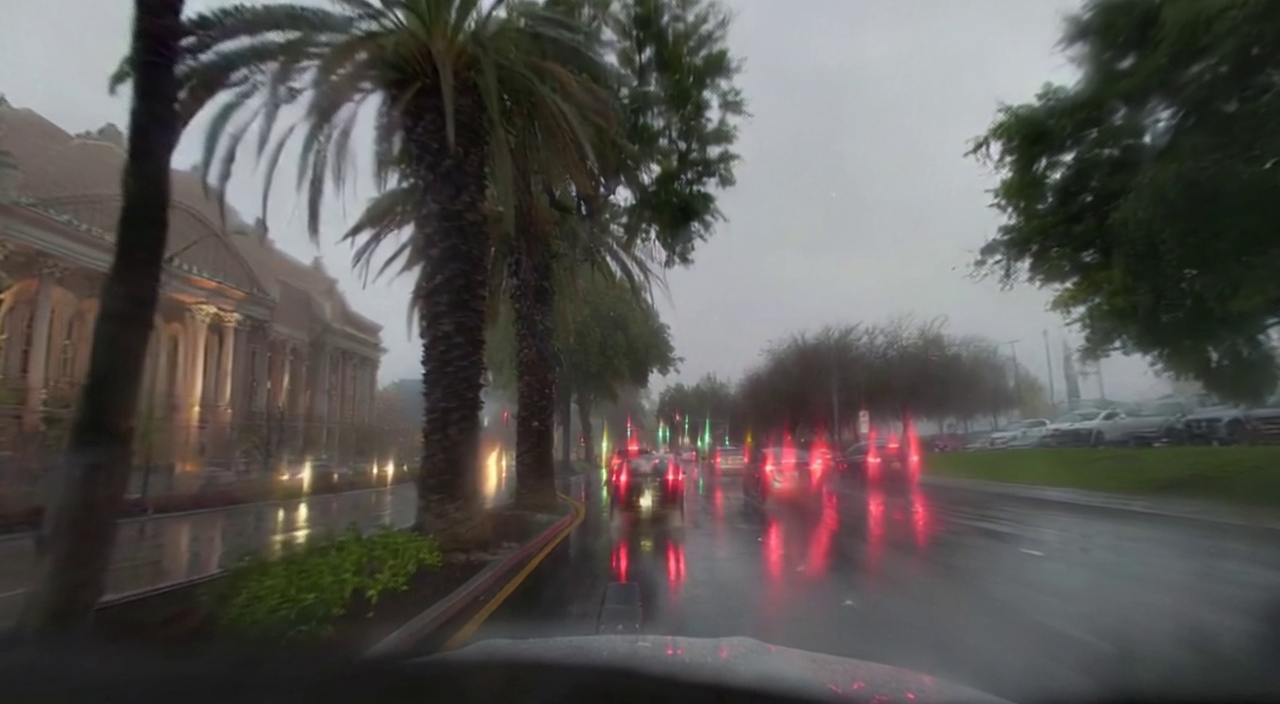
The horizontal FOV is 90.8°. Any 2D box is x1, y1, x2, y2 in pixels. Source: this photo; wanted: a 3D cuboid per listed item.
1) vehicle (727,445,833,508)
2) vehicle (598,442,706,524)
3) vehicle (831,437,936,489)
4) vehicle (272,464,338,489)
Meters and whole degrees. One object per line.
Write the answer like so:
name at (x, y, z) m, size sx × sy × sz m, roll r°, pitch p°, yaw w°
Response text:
vehicle at (3.616, 3.260, 17.099) m, size 1.833 × 1.465 × 4.258 m, roll 0°, pitch -8°, yaw -1°
vehicle at (0.206, 2.784, 13.964) m, size 2.050 × 1.521 × 3.747 m, roll 0°, pitch -8°, yaw -1°
vehicle at (8.785, 4.030, 23.329) m, size 1.994 × 1.715 × 4.777 m, roll 0°, pitch -8°, yaw 0°
vehicle at (-23.726, 8.833, 44.947) m, size 1.957 × 1.493 × 4.900 m, roll -1°, pitch -8°, yaw 0°
